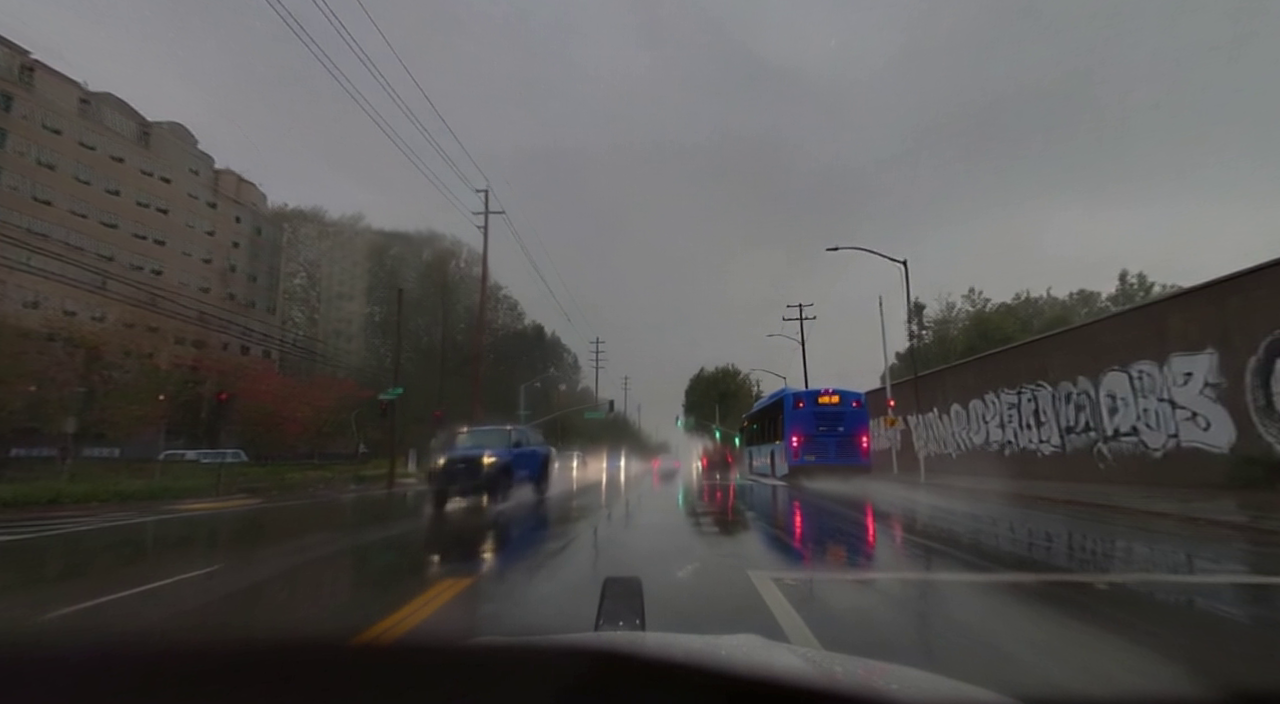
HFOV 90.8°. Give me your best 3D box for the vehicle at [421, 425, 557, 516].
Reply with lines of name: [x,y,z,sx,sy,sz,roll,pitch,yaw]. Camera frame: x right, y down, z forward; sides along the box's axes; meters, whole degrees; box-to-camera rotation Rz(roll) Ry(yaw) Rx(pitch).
vehicle: [-3.345,2.724,14.940,2.015,1.818,4.061,-1,-9,3]

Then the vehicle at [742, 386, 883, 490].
vehicle: [6.736,3.796,27.349,3.045,3.447,12.604,-1,-9,2]

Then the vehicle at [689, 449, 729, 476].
vehicle: [3.990,6.464,37.194,1.961,1.470,4.196,0,-9,1]
